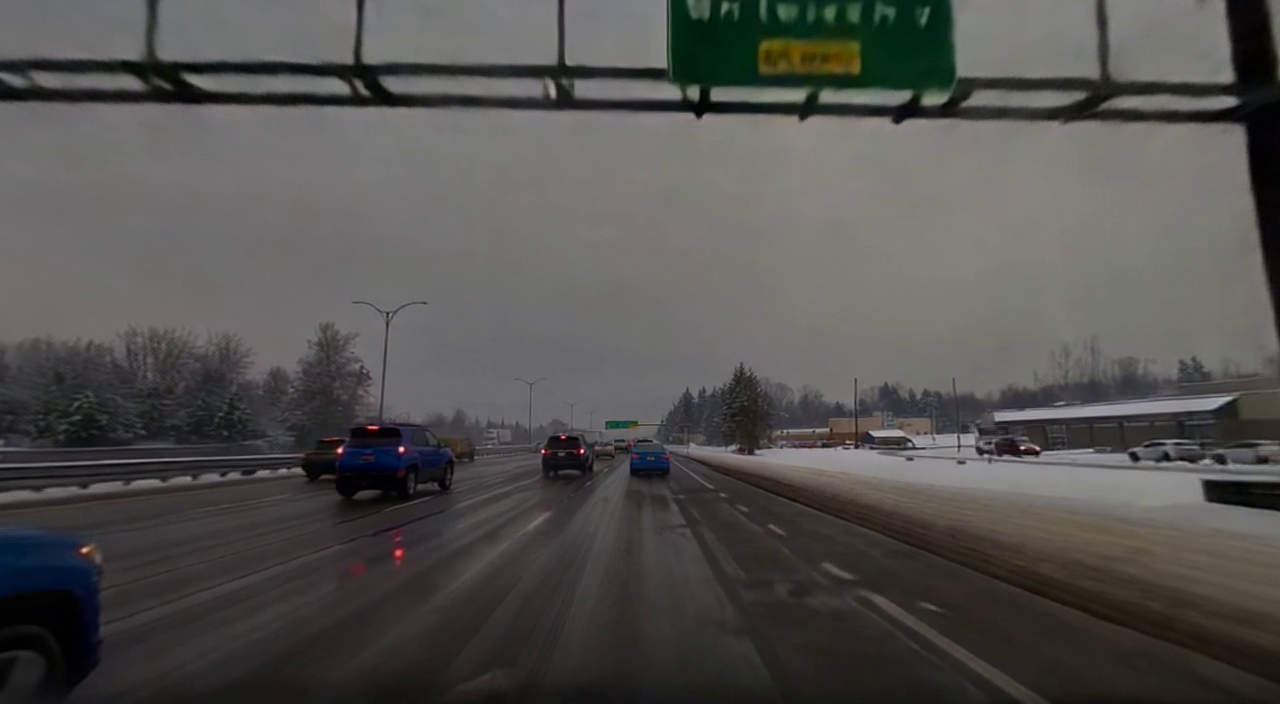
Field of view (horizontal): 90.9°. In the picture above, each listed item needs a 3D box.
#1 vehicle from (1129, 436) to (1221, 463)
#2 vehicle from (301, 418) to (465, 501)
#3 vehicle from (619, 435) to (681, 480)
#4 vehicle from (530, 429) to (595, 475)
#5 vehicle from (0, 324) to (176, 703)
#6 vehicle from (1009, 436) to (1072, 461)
[{"bbox_3d":[30.478,5.564,36.115,1.656,1.442,4.167,0,-8,1],"label":"vehicle"},{"bbox_3d":[-6.312,2.705,16.270,2.125,1.804,4.864,0,-8,1],"label":"vehicle"},{"bbox_3d":[0.368,3.848,23.277,2.090,1.474,3.970,0,-8,1],"label":"vehicle"},{"bbox_3d":[-3.051,4.058,25.813,2.007,1.730,4.412,0,-8,1],"label":"vehicle"},{"bbox_3d":[-3.221,0.536,0.716,1.961,1.687,4.453,0,-8,0],"label":"vehicle"},{"bbox_3d":[30.977,7.439,48.981,1.858,1.741,4.683,-2,-7,1],"label":"vehicle"}]
